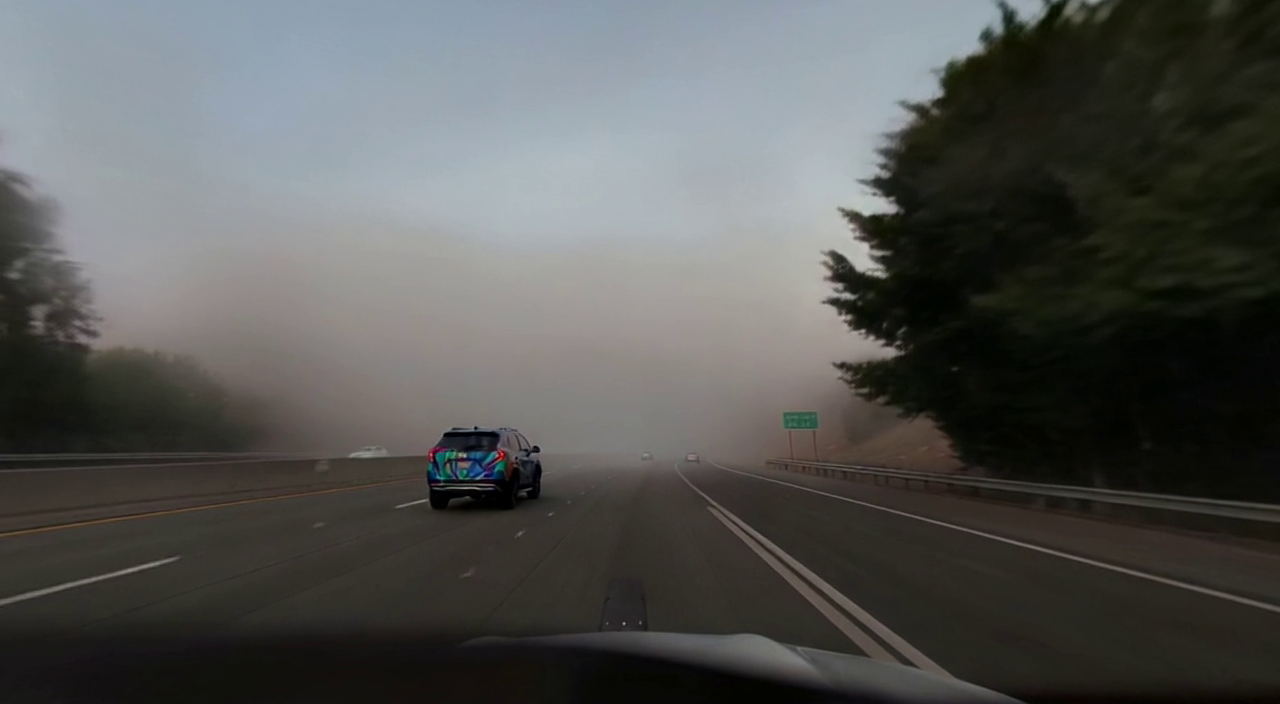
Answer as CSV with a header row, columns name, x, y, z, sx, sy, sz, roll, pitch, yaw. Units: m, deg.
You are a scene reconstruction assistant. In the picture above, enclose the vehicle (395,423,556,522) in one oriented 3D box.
name,x,y,z,sx,sy,sz,roll,pitch,yaw
vehicle,-3.353,2.562,14.013,2.183,1.803,4.685,0,-8,2
